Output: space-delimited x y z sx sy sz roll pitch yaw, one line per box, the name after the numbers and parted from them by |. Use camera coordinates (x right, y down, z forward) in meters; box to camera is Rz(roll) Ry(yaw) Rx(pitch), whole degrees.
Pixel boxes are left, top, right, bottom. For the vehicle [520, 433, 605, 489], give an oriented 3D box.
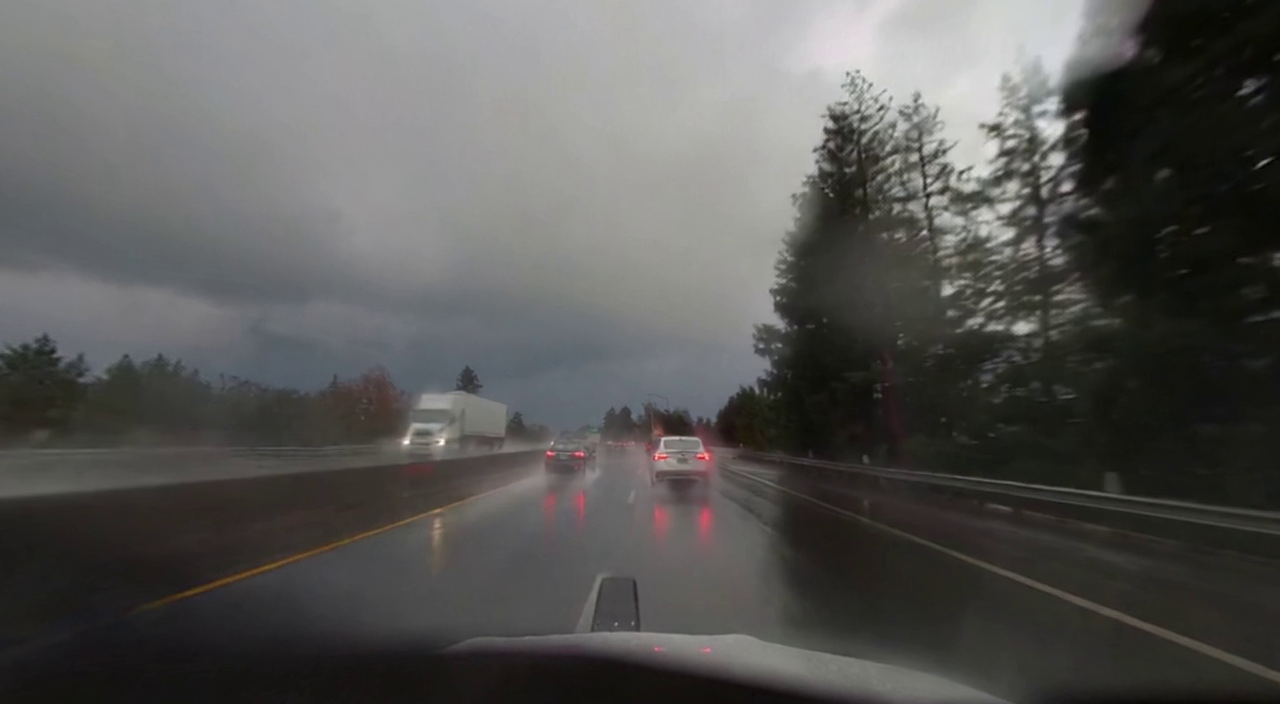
-2.334 3.432 20.176 2.178 1.559 4.254 0 -8 0 | vehicle

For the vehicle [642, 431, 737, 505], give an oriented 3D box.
1.089 2.894 16.246 2.055 1.566 5.046 -1 -8 0 | vehicle

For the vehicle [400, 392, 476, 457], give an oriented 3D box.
-13.458 4.952 42.589 2.979 4.027 6.468 0 -8 0 | vehicle
